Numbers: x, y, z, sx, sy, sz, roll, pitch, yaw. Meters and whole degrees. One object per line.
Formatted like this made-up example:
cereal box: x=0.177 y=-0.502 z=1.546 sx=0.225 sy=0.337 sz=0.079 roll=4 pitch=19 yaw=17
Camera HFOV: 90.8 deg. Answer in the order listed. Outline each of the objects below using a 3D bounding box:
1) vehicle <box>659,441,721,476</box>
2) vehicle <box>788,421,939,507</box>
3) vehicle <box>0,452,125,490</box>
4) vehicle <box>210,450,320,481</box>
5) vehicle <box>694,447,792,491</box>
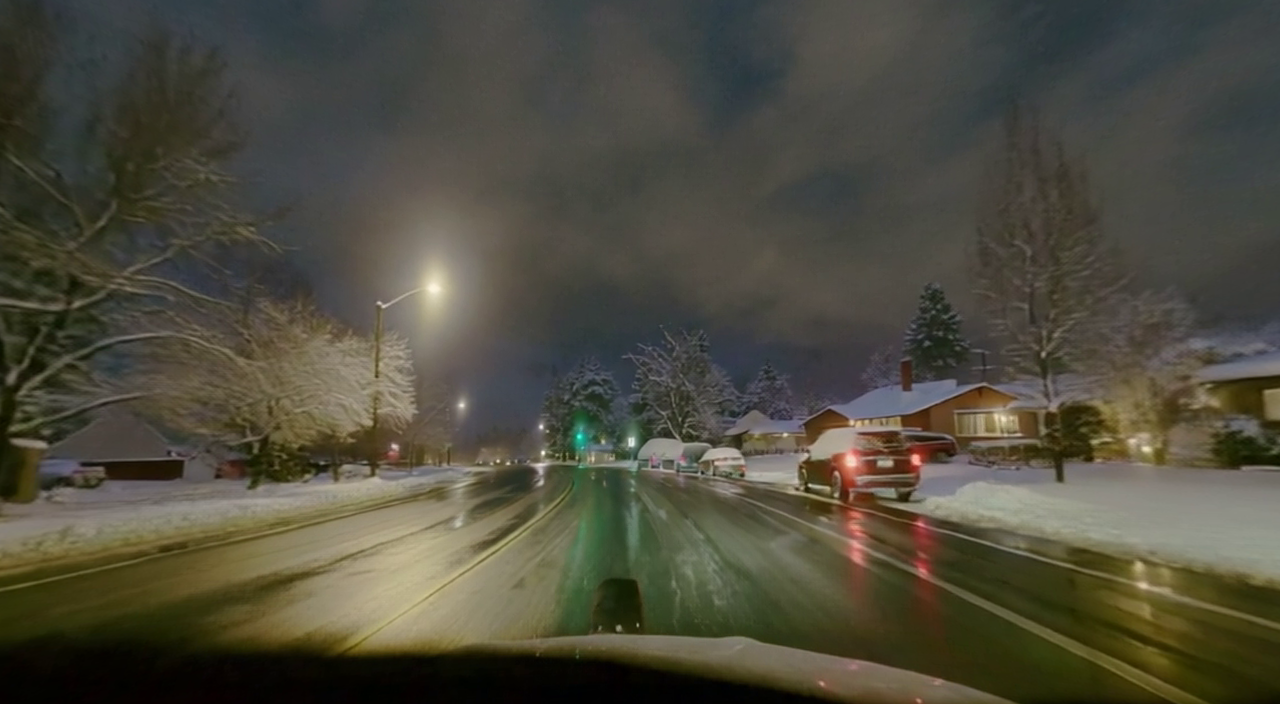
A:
vehicle: x=3.166 y=7.017 z=41.924 sx=2.670 sy=2.085 sz=6.775 roll=1 pitch=-9 yaw=-8
vehicle: x=6.149 y=3.146 z=18.203 sx=2.305 sy=2.111 sz=4.965 roll=0 pitch=-9 yaw=-3
vehicle: x=-25.764 y=5.226 z=27.924 sx=3.977 sy=1.501 sz=2.143 roll=0 pitch=-8 yaw=-5
vehicle: x=-19.658 y=5.963 z=33.323 sx=4.502 sy=1.511 sz=1.939 roll=2 pitch=-9 yaw=-12
vehicle: x=4.380 y=5.093 z=27.978 sx=2.713 sy=1.671 sz=4.939 roll=1 pitch=-8 yaw=-10
